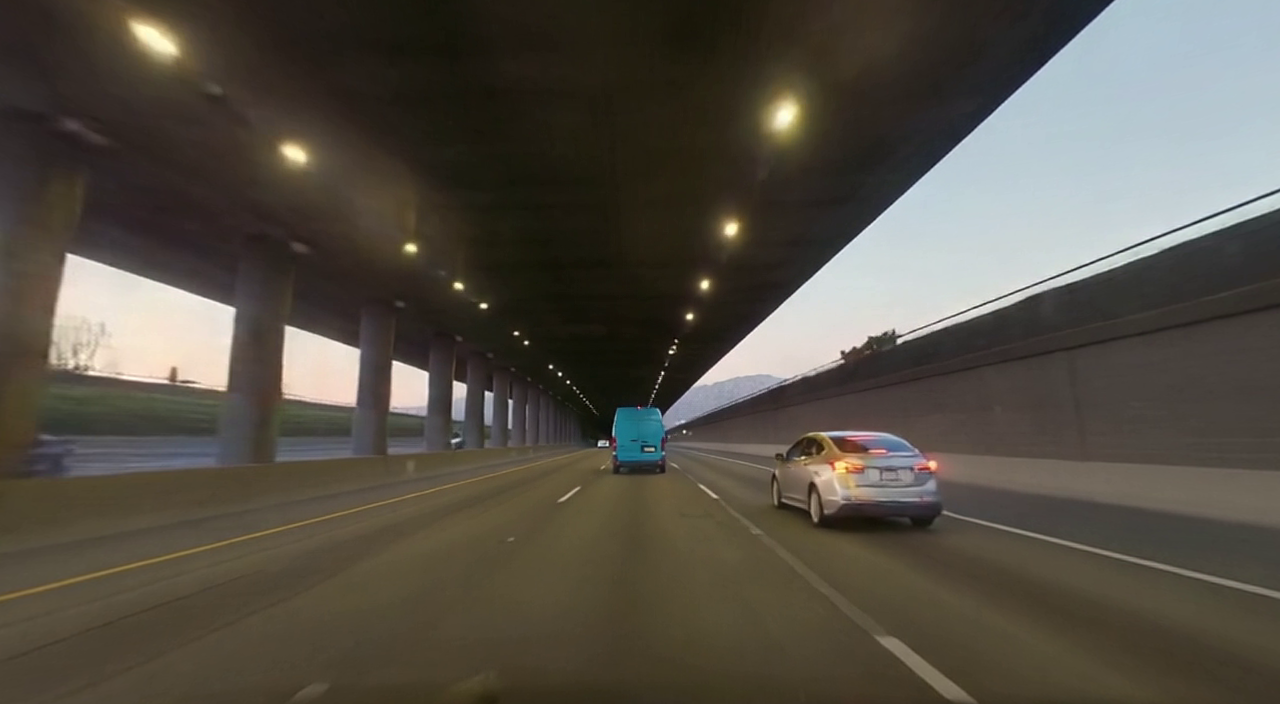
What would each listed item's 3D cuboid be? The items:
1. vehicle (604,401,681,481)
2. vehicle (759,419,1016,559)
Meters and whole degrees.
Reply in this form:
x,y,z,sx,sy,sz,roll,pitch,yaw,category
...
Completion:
x,y,z,sx,sy,sz,roll,pitch,yaw,category
0.103,3.123,22.278,2.404,2.459,5.229,0,-8,1,vehicle
3.175,1.824,9.162,2.095,1.553,4.069,0,-8,0,vehicle
